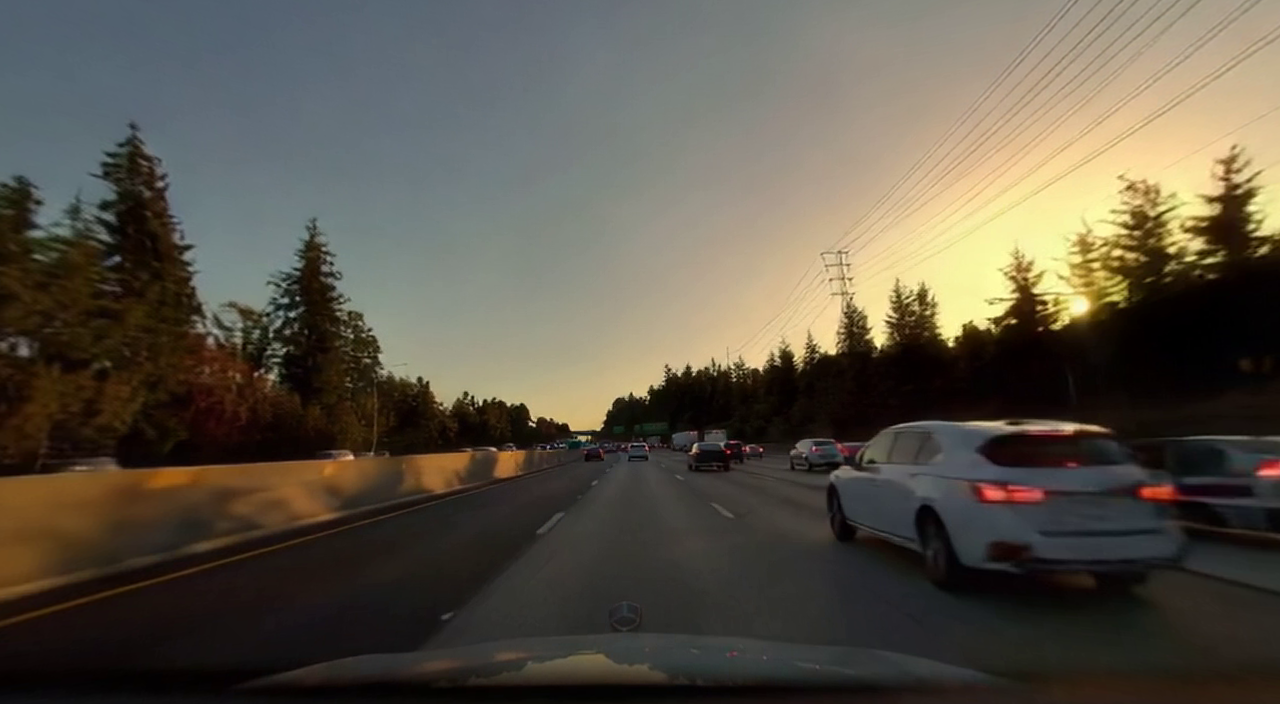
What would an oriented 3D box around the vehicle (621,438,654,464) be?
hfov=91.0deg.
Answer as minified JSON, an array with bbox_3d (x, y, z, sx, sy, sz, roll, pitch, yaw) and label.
[{"bbox_3d":[-0.213,7.303,46.705,2.314,1.796,4.254,0,-8,-1],"label":"vehicle"}]

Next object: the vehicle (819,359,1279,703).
[{"bbox_3d":[3.288,1.233,5.441,2.111,1.755,4.459,0,-8,-1],"label":"vehicle"}]

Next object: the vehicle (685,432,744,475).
[{"bbox_3d":[3.476,4.837,30.304,2.095,1.886,4.727,0,-8,-2],"label":"vehicle"}]

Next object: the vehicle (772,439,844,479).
[{"bbox_3d":[6.824,4.377,26.023,1.836,1.527,3.783,0,-8,-1],"label":"vehicle"}]

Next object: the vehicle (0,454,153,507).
[{"bbox_3d":[-22.536,5.078,25.322,2.028,1.813,4.807,0,-8,0],"label":"vehicle"}]

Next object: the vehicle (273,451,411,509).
[{"bbox_3d":[-8.575,3.690,18.599,1.951,1.443,4.201,0,-8,1],"label":"vehicle"}]
